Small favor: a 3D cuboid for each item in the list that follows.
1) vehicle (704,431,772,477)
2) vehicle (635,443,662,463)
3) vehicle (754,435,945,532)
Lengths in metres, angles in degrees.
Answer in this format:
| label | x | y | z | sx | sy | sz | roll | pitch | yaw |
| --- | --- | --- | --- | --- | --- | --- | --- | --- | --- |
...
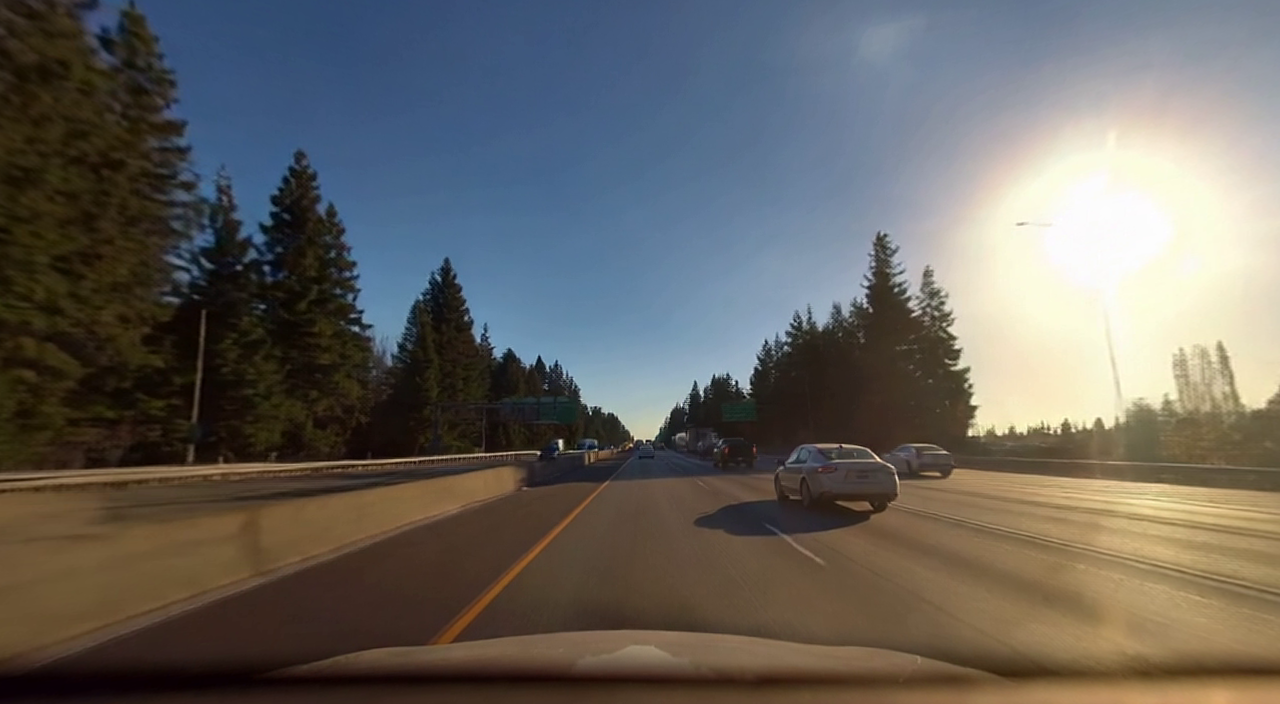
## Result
| label | x | y | z | sx | sy | sz | roll | pitch | yaw |
| --- | --- | --- | --- | --- | --- | --- | --- | --- | --- |
| vehicle | 4.398 | 4.651 | 29.040 | 2.206 | 1.902 | 5.460 | 0 | -8 | -1 |
| vehicle | 0.654 | 7.974 | 49.746 | 2.052 | 1.472 | 4.295 | 0 | -8 | 0 |
| vehicle | 3.648 | 2.363 | 12.044 | 1.904 | 1.453 | 4.789 | 0 | -8 | -2 |
